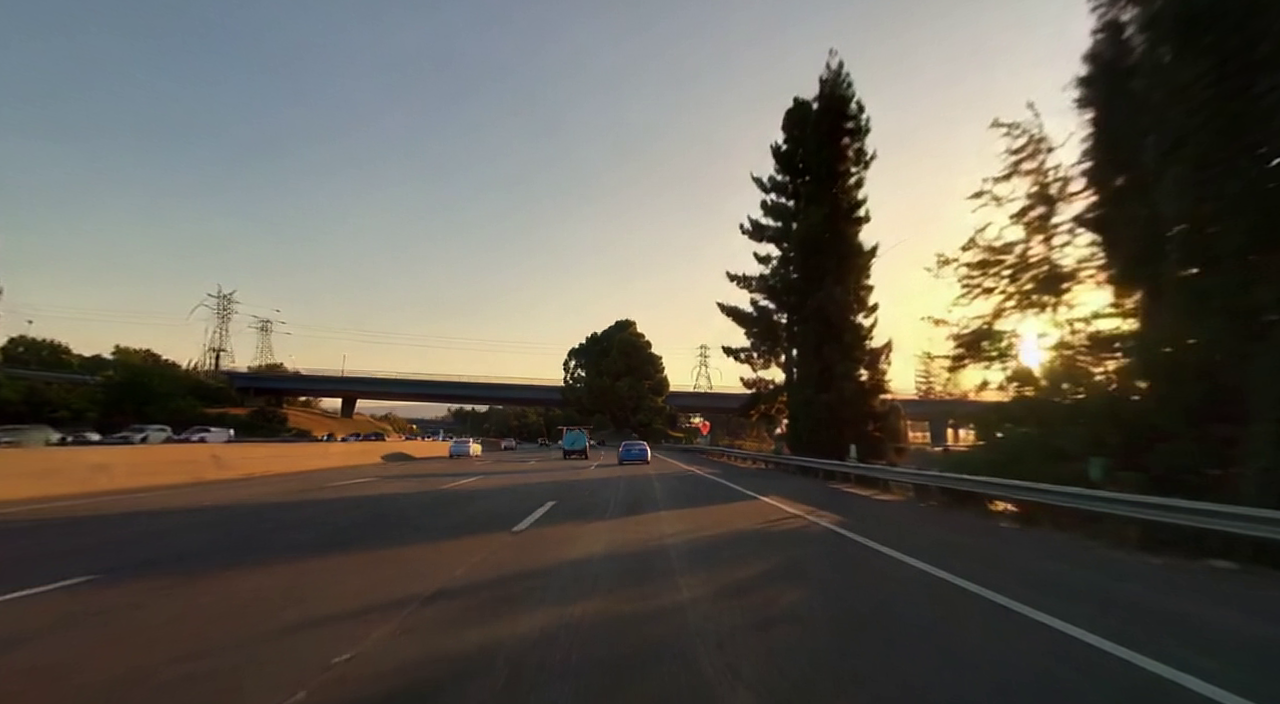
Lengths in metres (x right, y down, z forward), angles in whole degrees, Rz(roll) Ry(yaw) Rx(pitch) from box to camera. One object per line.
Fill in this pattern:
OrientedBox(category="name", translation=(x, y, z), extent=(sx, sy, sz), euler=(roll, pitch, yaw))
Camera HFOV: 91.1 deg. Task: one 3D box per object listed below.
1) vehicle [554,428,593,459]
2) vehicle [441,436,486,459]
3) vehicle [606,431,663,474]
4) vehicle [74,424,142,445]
OrientedBox(category="vehicle", translation=(-4.075, 5.700, 39.135), extent=(2.174, 1.806, 3.932), euler=(1, -8, -2))
OrientedBox(category="vehicle", translation=(-11.890, 6.469, 42.550), extent=(1.844, 1.446, 4.395), euler=(0, -8, -2))
OrientedBox(category="vehicle", translation=(-0.228, 3.764, 23.730), extent=(1.954, 1.460, 3.983), euler=(0, -8, -1))
OrientedBox(category="vehicle", translation=(-37.741, 5.906, 44.633), extent=(1.624, 1.394, 3.703), euler=(0, -9, -1))
